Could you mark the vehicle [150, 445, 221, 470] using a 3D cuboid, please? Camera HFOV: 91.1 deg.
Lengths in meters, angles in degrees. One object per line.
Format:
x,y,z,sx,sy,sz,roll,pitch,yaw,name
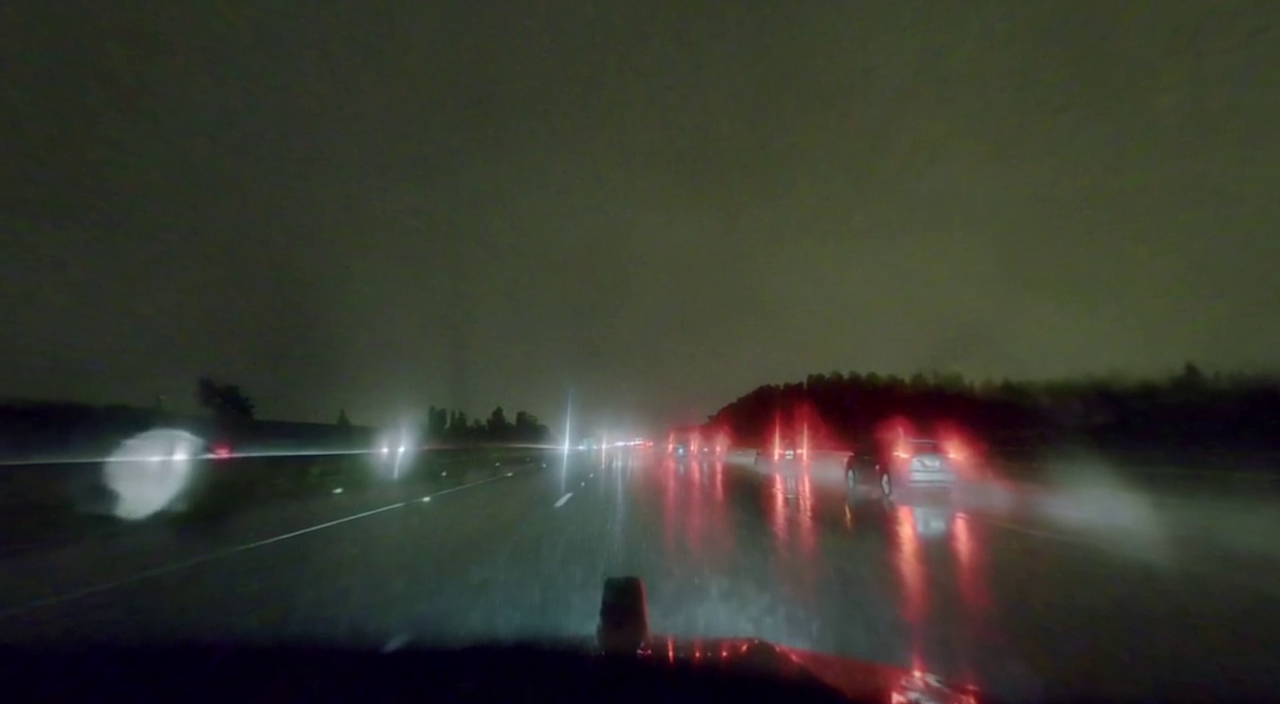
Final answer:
-33.046,7.644,45.802,1.898,1.680,4.533,0,-8,-2,vehicle
